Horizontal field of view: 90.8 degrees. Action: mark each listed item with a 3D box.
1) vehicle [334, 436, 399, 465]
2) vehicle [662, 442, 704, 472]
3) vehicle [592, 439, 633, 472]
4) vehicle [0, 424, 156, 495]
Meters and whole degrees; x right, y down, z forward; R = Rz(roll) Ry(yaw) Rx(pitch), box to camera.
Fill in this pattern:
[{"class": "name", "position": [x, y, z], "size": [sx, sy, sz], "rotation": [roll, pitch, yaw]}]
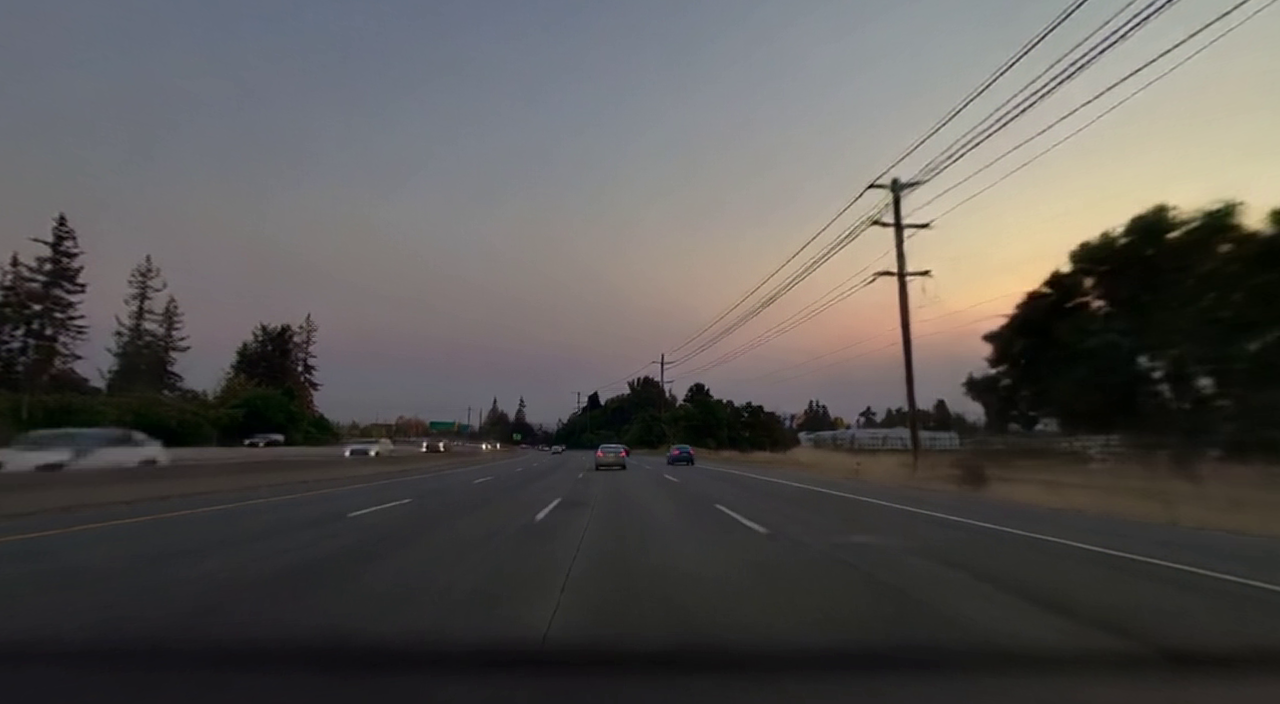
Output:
[{"class": "vehicle", "position": [-15.511, 5.624, 36.073], "size": [1.915, 1.521, 4.350], "rotation": [1, -9, -3]}, {"class": "vehicle", "position": [2.306, 5.745, 34.726], "size": [1.789, 1.503, 3.897], "rotation": [1, -8, -4]}, {"class": "vehicle", "position": [-1.579, 5.746, 35.240], "size": [2.188, 1.714, 3.921], "rotation": [1, -8, -4]}, {"class": "vehicle", "position": [-14.570, 2.573, 15.375], "size": [1.890, 1.507, 4.764], "rotation": [0, -8, -2]}]
